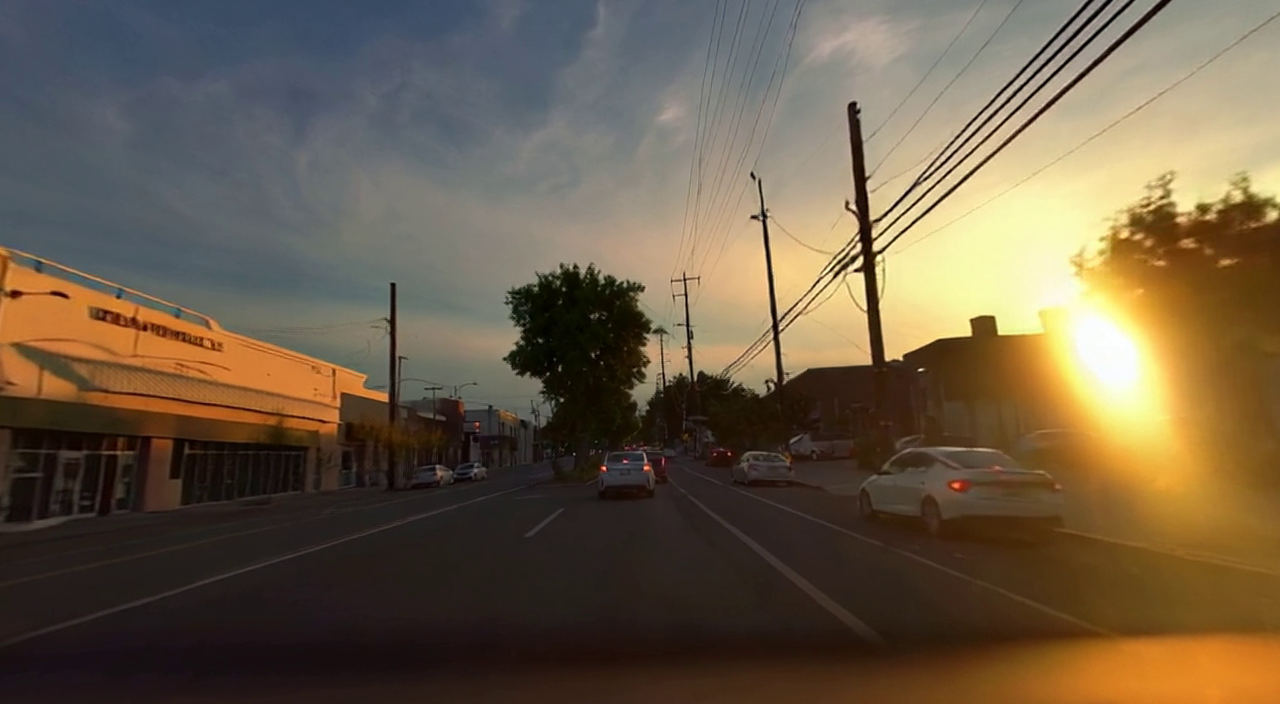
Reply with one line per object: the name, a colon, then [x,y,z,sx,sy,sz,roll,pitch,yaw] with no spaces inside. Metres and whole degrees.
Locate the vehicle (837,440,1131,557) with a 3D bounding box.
vehicle: [5.203,2.256,10.626,2.108,1.471,4.948,0,-9,-1]

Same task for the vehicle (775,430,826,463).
vehicle: [11.309,6.710,44.980,2.329,2.145,5.841,1,-8,2]

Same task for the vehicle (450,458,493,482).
vehicle: [-11.534,8.111,43.601,1.817,1.480,4.282,0,-9,0]

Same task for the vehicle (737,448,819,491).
vehicle: [5.115,4.403,24.103,1.987,1.459,4.677,0,-9,-1]

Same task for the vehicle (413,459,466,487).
vehicle: [-11.800,7.127,37.481,1.828,1.457,4.371,0,-9,-2]

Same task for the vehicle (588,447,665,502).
vehicle: [-0.354,3.688,19.457,2.116,1.479,3.980,0,-9,0]

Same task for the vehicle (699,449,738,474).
vehicle: [5.179,7.309,42.465,1.937,1.523,4.541,0,-9,-1]
